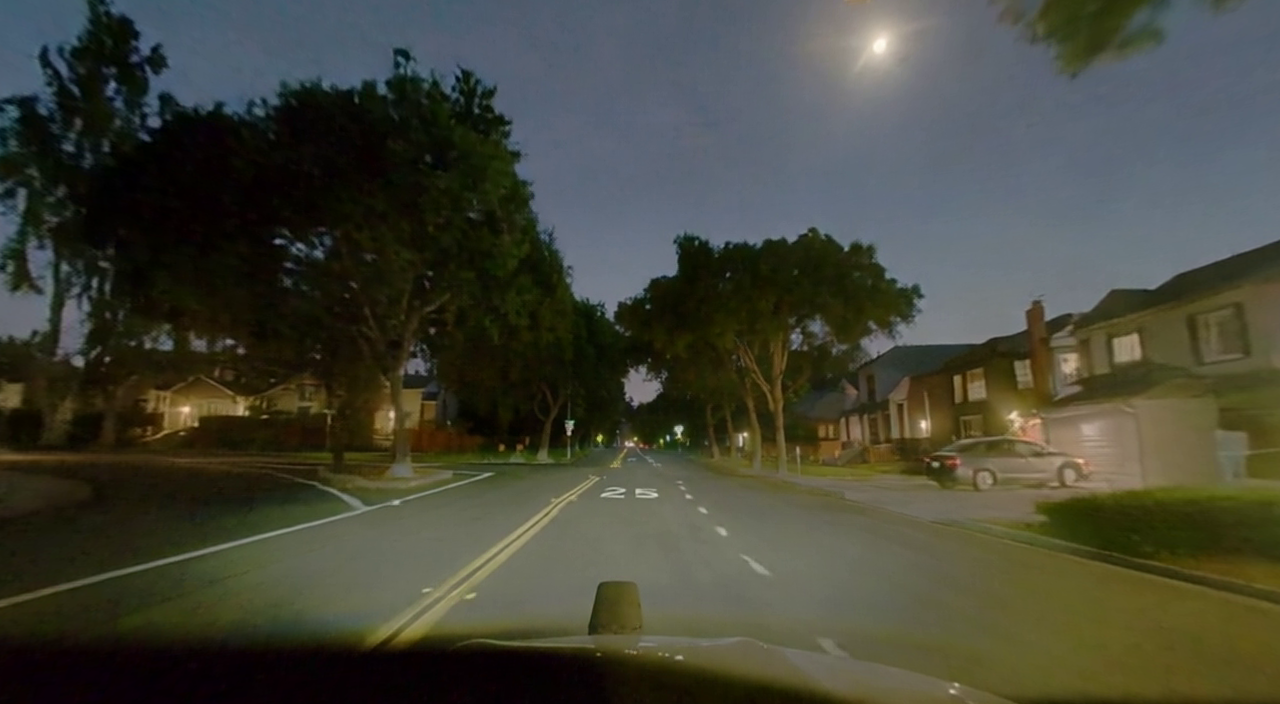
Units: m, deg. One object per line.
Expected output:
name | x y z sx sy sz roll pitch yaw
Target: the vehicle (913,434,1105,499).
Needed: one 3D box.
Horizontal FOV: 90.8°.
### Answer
vehicle | 10.849 3.369 18.854 4.453 1.590 1.861 -3 -6 2
